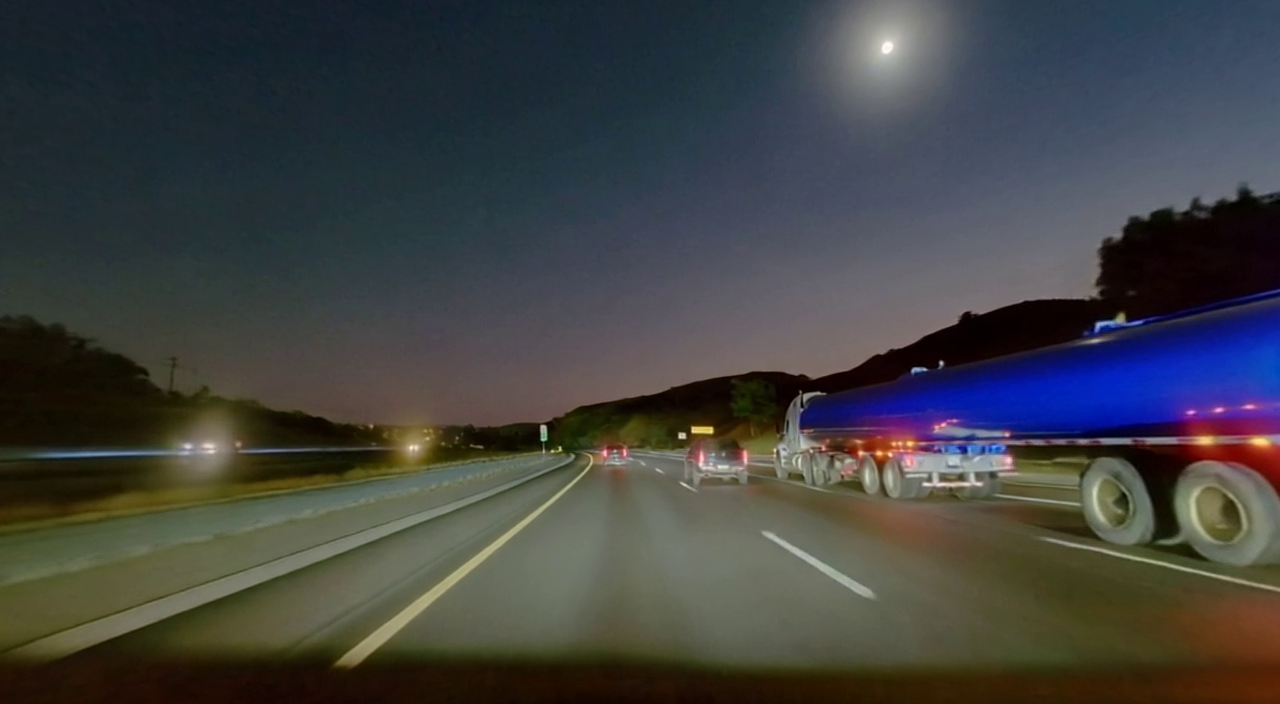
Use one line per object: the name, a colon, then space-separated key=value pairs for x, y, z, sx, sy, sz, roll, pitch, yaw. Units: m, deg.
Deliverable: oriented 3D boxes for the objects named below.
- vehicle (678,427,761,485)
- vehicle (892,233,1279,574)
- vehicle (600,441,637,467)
vehicle: x=2.659 y=3.633 z=22.258 sx=2.098 sy=1.794 sz=4.561 roll=0 pitch=-9 yaw=-3
vehicle: x=7.462 y=1.060 z=9.837 sx=2.805 sy=3.212 sz=9.978 roll=0 pitch=-9 yaw=-1
vehicle: x=-1.350 y=6.097 z=37.906 sx=2.083 sy=1.477 sz=3.965 roll=0 pitch=-9 yaw=-4
